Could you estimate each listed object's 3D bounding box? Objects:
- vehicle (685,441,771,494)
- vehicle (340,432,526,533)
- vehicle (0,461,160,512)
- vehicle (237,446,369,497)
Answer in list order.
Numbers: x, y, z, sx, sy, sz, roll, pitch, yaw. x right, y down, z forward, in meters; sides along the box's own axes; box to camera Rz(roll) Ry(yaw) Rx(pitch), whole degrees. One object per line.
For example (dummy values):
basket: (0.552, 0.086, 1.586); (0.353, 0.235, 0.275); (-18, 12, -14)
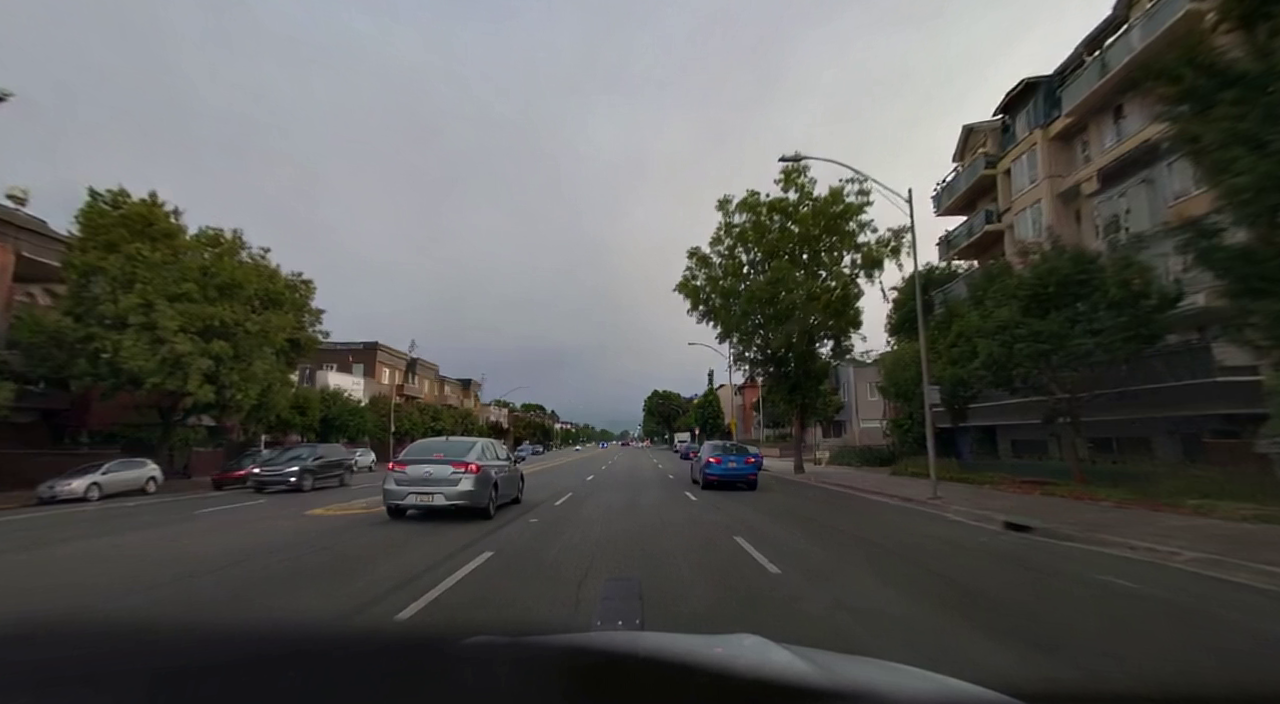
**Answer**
vehicle: (2.641, 3.613, 20.160); (1.978, 1.471, 4.426); (0, -9, -2)
vehicle: (-3.537, 2.301, 11.736); (2.062, 1.527, 4.044); (0, -9, 0)
vehicle: (-17.917, 4.231, 20.251); (1.884, 1.362, 4.151); (-2, -9, -1)
vehicle: (-11.329, 4.005, 21.681); (1.996, 1.535, 4.474); (0, -9, 1)
